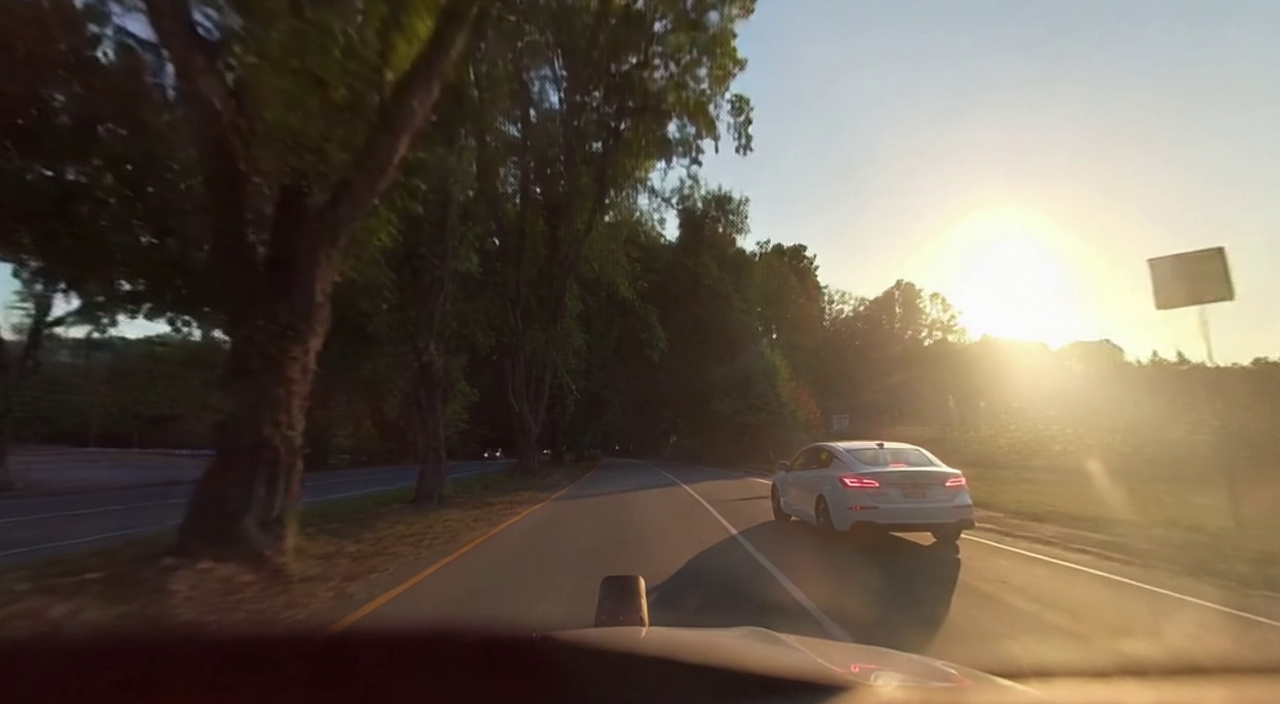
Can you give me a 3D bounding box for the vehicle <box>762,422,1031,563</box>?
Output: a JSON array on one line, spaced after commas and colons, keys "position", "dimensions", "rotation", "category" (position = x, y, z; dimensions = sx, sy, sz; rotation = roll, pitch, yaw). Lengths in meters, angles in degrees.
[{"position": [3.360, 1.946, 9.519], "dimensions": [2.060, 1.584, 4.592], "rotation": [0, -9, -1], "category": "vehicle"}]
